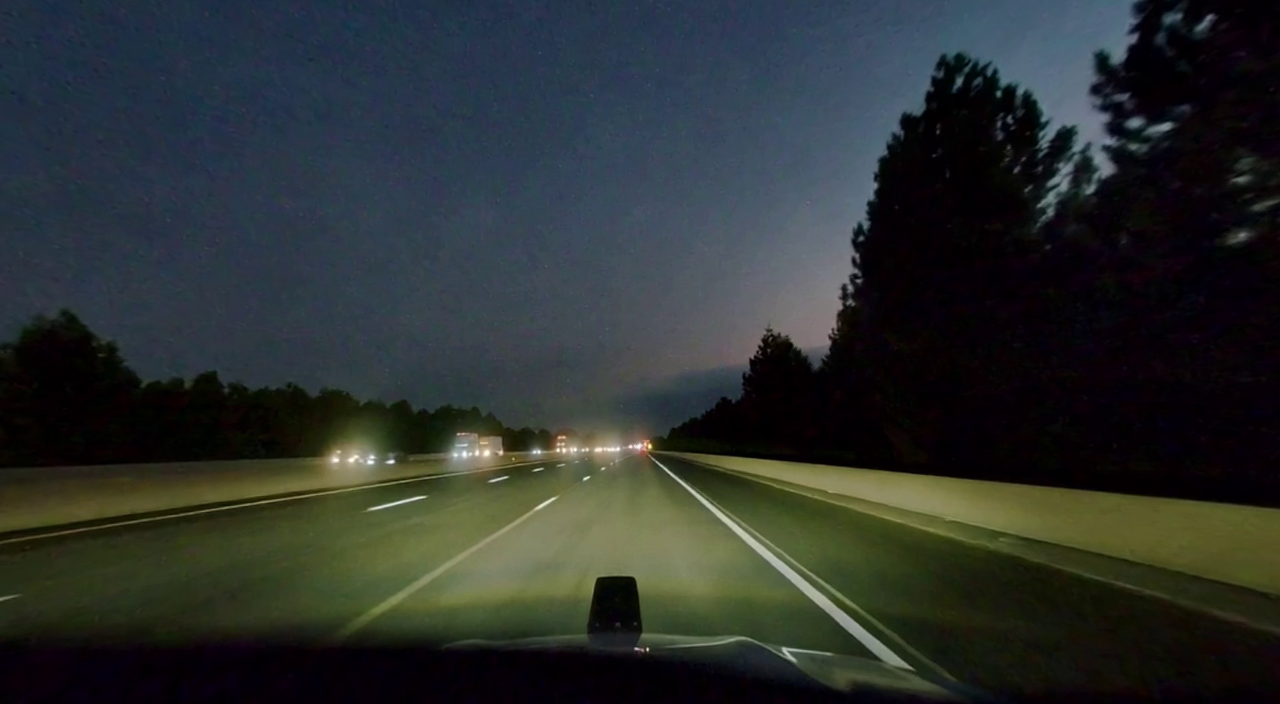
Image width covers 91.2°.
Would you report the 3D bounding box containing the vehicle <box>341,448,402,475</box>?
[{"bbox_3d":[-15.925,6.478,37.365,1.800,1.464,3.896,0,-9,1],"label":"vehicle"}]
